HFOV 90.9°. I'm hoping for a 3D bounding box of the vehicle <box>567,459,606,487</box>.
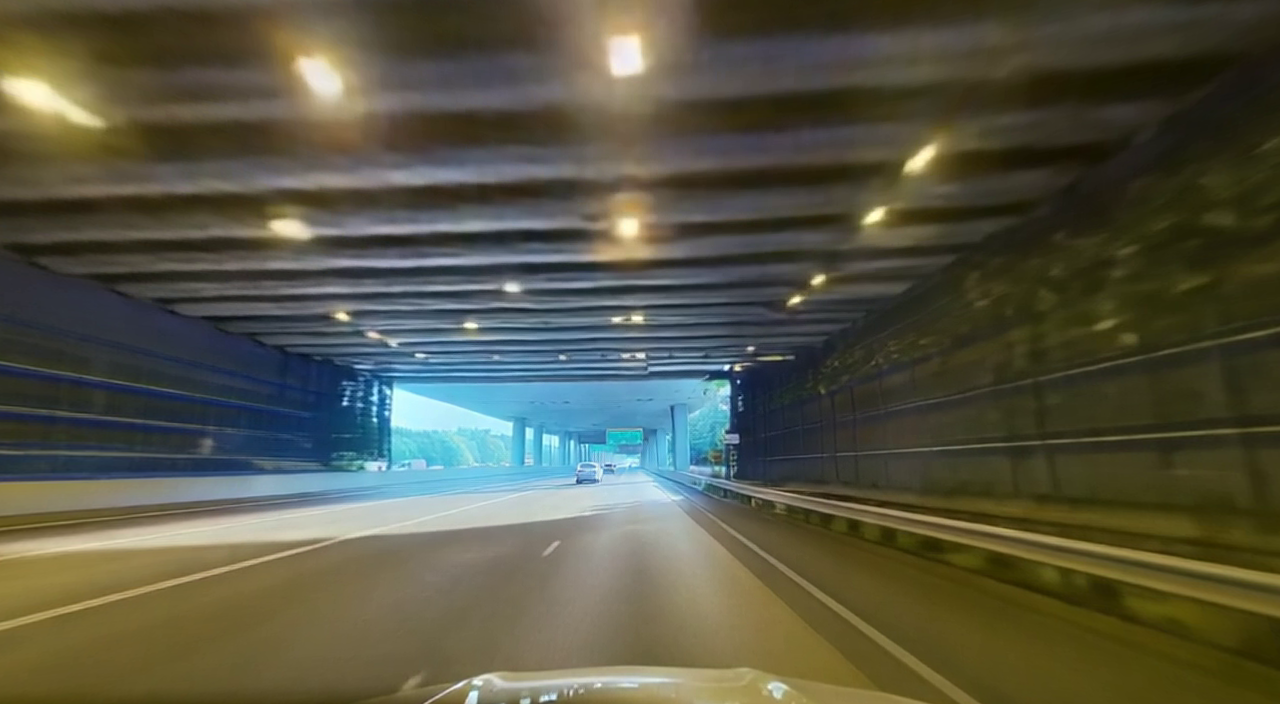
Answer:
[{"bbox_3d":[-3.300,7.581,39.510,2.092,1.642,3.895,1,-10,0],"label":"vehicle"}]
